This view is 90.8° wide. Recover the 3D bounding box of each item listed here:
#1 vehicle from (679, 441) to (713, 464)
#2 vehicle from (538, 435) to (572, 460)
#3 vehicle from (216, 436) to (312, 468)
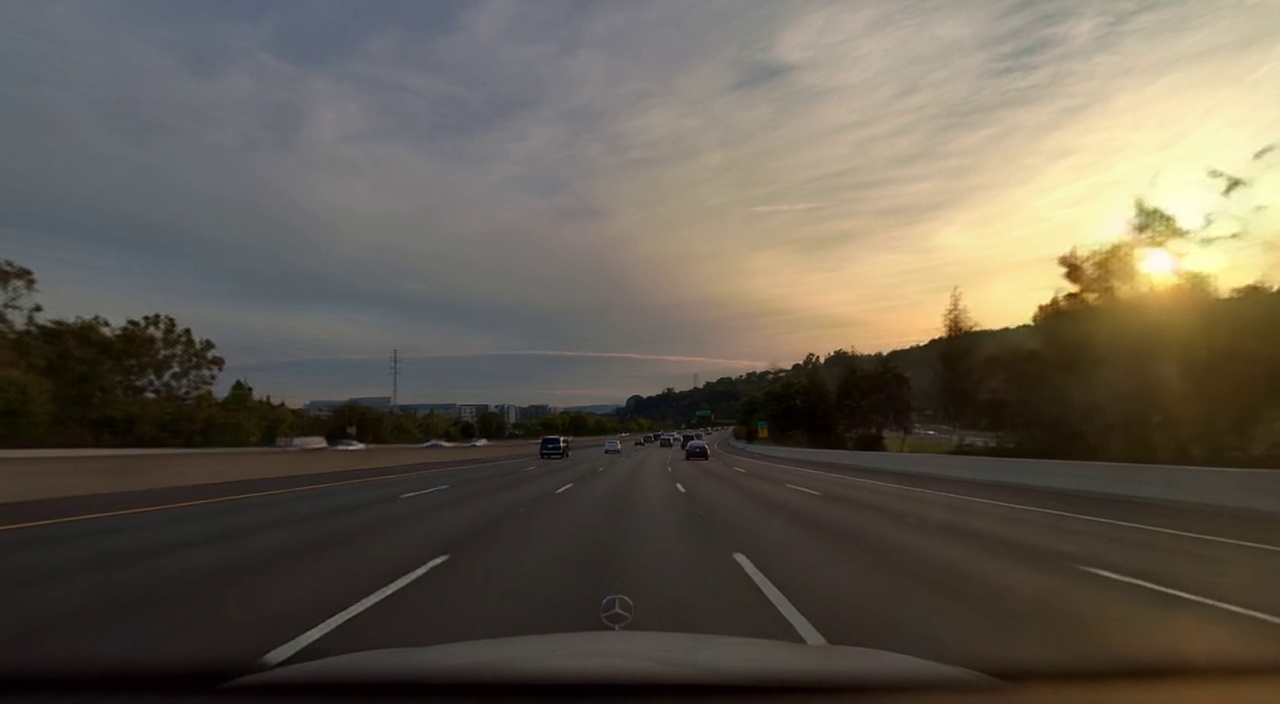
[{"bbox_3d":[3.717,6.743,42.522,1.967,1.475,4.080,0,-9,1],"label":"vehicle"},{"bbox_3d":[-6.597,7.477,49.386,2.009,1.850,4.338,0,-9,1],"label":"vehicle"},{"bbox_3d":[-22.946,6.127,38.913,2.160,1.808,5.734,0,-9,2],"label":"vehicle"}]
